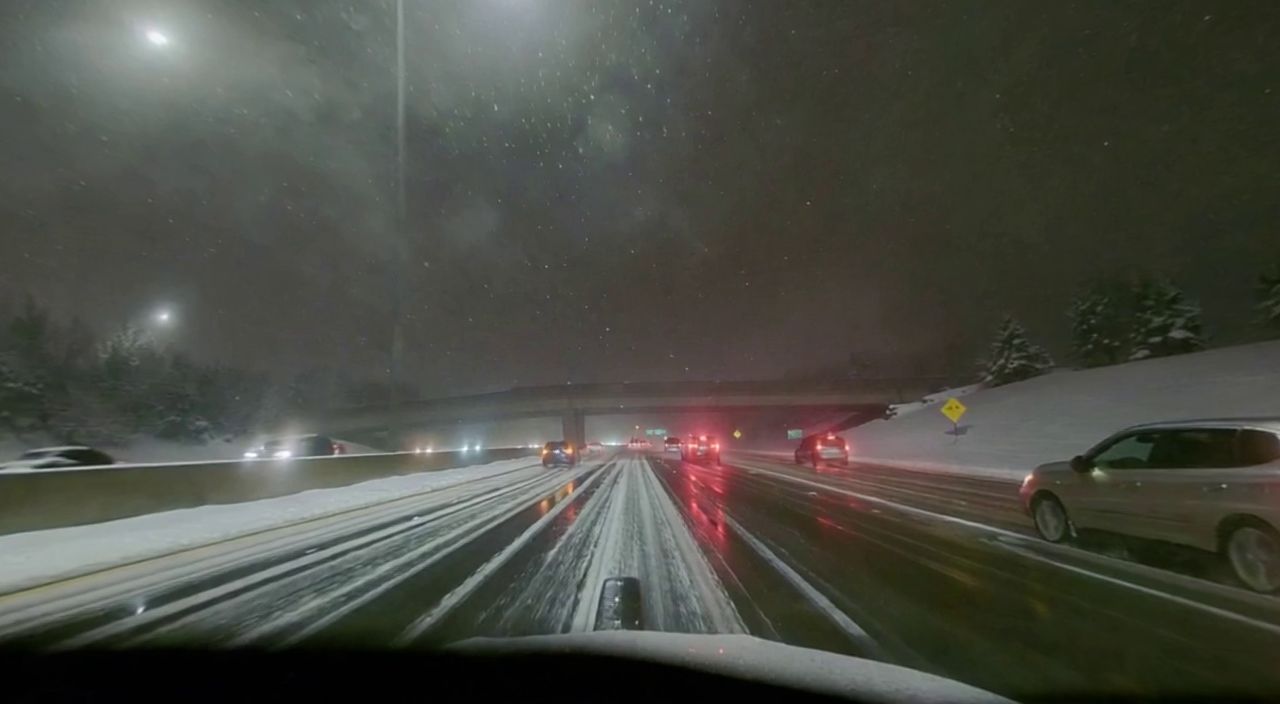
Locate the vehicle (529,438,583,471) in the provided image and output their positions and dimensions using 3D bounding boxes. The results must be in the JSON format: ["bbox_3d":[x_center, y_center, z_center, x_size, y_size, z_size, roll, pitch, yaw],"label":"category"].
[{"bbox_3d":[-4.056,5.042,31.171,1.997,1.476,4.703,0,-8,1],"label":"vehicle"}]

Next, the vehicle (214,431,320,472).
[{"bbox_3d":[-16.150,4.344,27.652,2.067,1.626,4.437,0,-8,-2],"label":"vehicle"}]

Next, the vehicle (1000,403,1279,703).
[{"bbox_3d":[3.490,0.898,2.155,1.989,1.472,4.322,0,-8,1],"label":"vehicle"}]

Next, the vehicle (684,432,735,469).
[{"bbox_3d":[3.557,5.133,32.952,2.072,1.761,4.242,0,-8,-1],"label":"vehicle"}]
